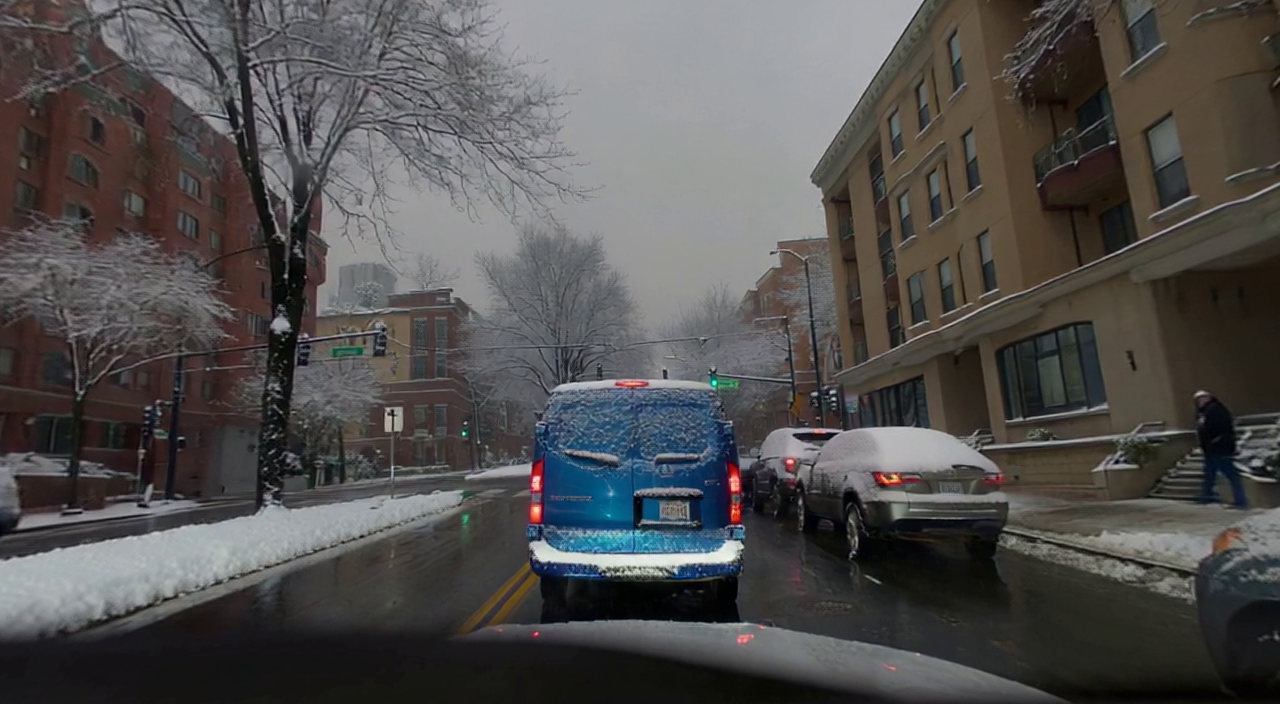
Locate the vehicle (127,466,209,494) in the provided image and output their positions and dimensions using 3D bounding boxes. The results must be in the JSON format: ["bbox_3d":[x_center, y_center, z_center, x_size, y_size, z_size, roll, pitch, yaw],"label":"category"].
[{"bbox_3d":[-33.270,9.056,44.532,4.292,1.492,1.772,-6,-14,-1],"label":"vehicle"}]

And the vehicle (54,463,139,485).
[{"bbox_3d":[-38.432,8.638,44.645,4.396,1.458,1.809,0,-9,2],"label":"vehicle"}]

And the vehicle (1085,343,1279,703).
[{"bbox_3d":[3.810,0.694,1.734,2.157,1.748,4.130,0,-9,1],"label":"vehicle"}]

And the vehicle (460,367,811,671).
[{"bbox_3d":[-0.028,1.325,6.026,2.101,1.828,4.270,0,-9,0],"label":"vehicle"}]

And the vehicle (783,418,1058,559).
[{"bbox_3d":[3.925,2.004,10.021,2.061,1.676,4.734,0,-9,-2],"label":"vehicle"}]
